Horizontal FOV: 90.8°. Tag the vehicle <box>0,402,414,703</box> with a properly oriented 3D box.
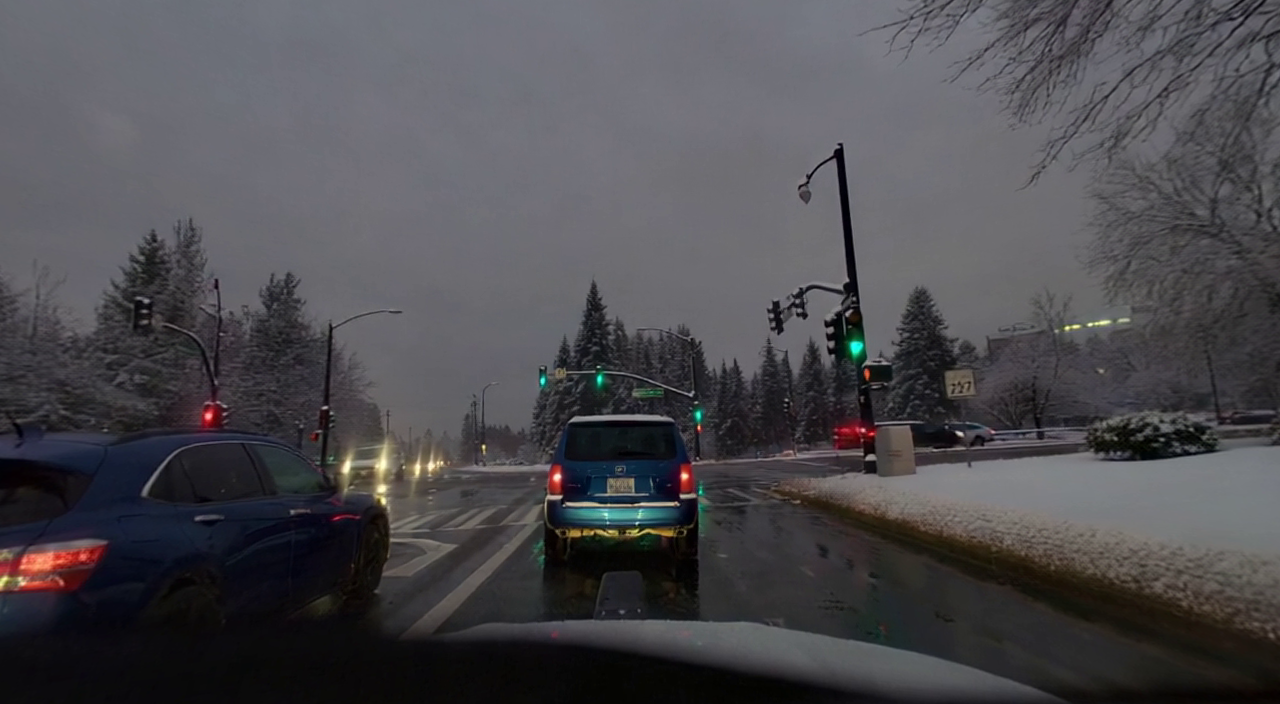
[{"bbox_3d":[-3.368,1.262,4.558,2.011,1.527,4.008,0,-8,-1],"label":"vehicle"}]

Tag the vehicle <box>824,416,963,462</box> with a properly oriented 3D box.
[{"bbox_3d":[11.399,3.965,28.706,5.215,1.967,2.392,0,-8,-4],"label":"vehicle"}]

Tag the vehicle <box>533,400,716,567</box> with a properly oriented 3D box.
[{"bbox_3d":[-0.175,1.799,9.335,2.059,1.877,4.249,0,-8,0],"label":"vehicle"}]
